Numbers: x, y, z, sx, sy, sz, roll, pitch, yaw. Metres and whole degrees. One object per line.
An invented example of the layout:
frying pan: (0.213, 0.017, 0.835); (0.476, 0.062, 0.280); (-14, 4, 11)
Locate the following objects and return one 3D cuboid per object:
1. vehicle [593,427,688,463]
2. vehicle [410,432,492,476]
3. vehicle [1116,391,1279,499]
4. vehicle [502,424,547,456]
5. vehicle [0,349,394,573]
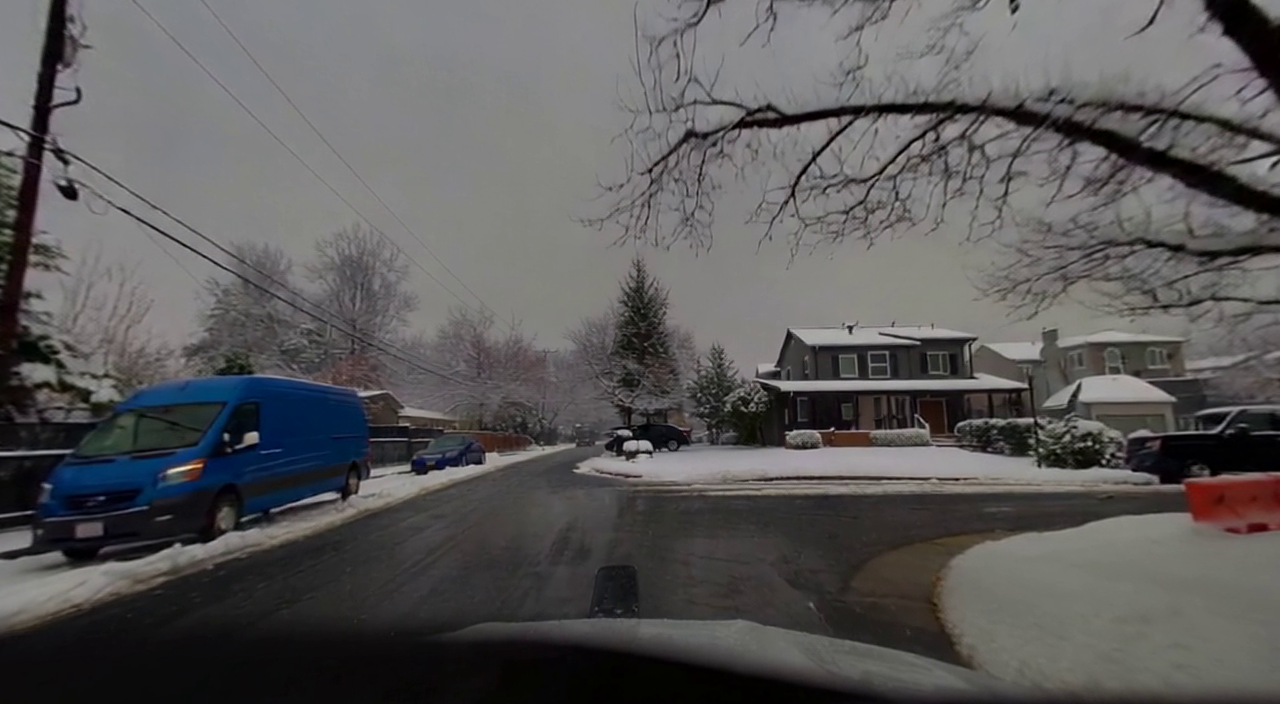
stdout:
vehicle: (0.084, 4.102, 27.961); (4.070, 1.436, 1.827); (7, -10, -42)
vehicle: (-7.065, 3.816, 23.940); (1.899, 1.524, 4.082); (0, -8, -1)
vehicle: (12.186, 1.752, 11.996); (4.624, 1.924, 2.005); (-5, -9, 29)
vehicle: (-7.430, 5.696, 41.024); (2.042, 1.937, 4.960); (0, -8, -1)
vehicle: (-6.623, 1.625, 10.894); (2.284, 2.500, 7.006); (-2, -6, -3)
